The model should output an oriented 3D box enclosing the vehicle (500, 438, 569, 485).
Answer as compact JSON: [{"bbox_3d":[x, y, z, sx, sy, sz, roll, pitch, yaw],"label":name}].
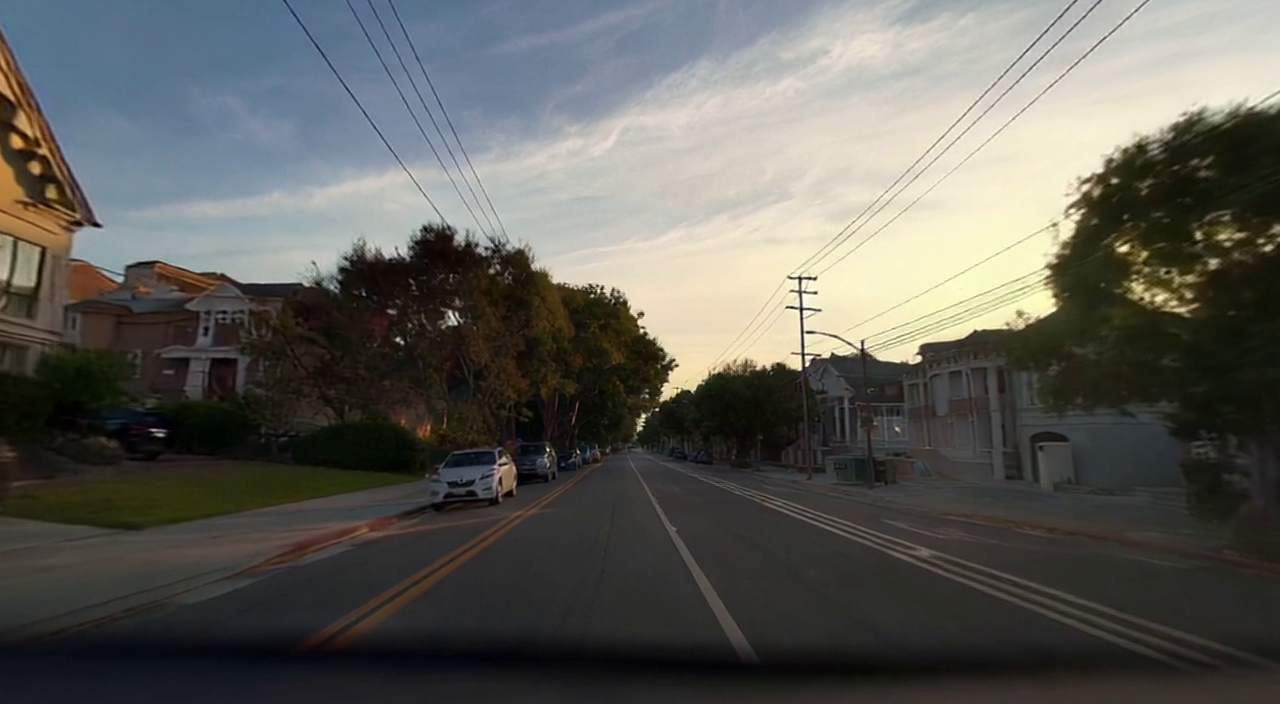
[{"bbox_3d":[-4.637,4.933,28.698,2.189,1.887,5.616,0,-9,-1],"label":"vehicle"}]

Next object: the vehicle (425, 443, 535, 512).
[{"bbox_3d":[-4.039,3.216,16.769,1.825,1.542,4.715,0,-9,-2],"label":"vehicle"}]
